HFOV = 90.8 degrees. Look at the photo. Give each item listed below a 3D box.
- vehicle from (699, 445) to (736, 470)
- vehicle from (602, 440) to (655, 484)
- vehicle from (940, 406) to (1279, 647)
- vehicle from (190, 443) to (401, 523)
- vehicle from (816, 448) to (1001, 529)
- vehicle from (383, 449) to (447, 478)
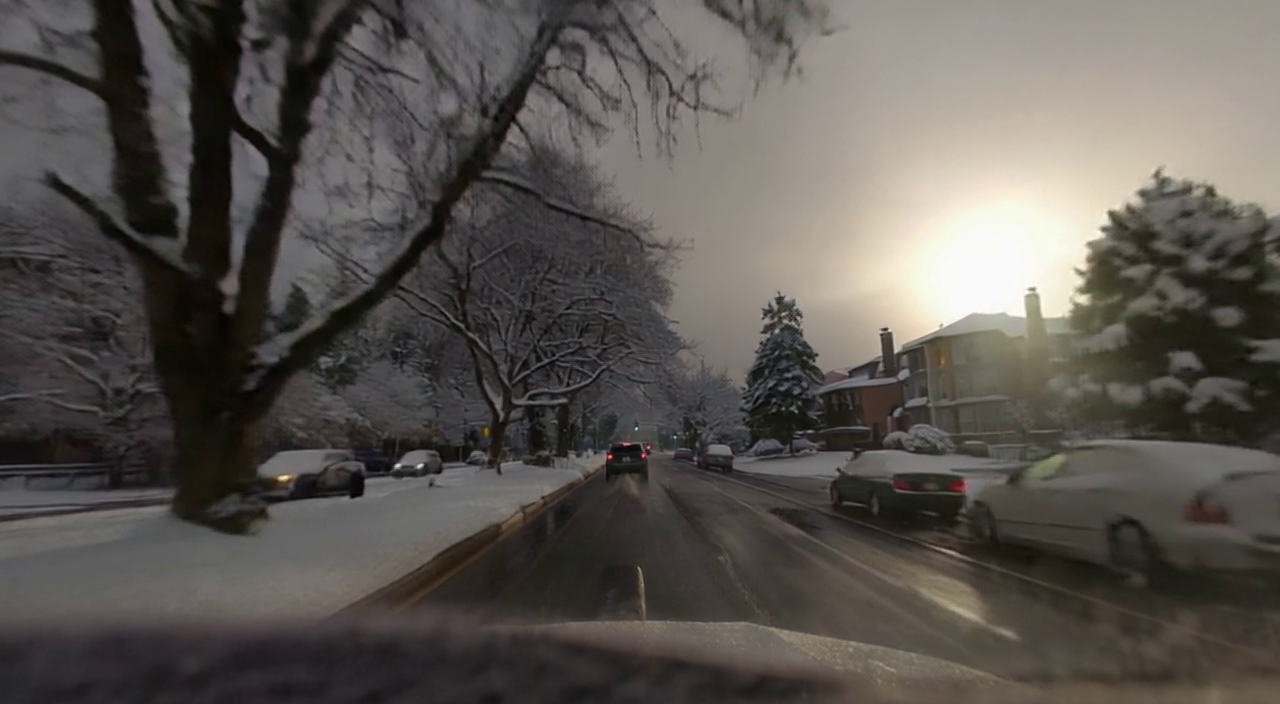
[{"bbox_3d":[5.588,7.633,45.859,1.970,1.696,4.405,0,-9,-2],"label":"vehicle"},{"bbox_3d":[-0.474,4.598,26.808,2.070,1.698,3.925,0,-8,-1],"label":"vehicle"},{"bbox_3d":[5.596,1.654,7.180,1.943,1.778,4.778,0,-8,-1],"label":"vehicle"},{"bbox_3d":[-7.408,2.825,14.355,2.105,1.474,4.808,0,-8,0],"label":"vehicle"},{"bbox_3d":[5.671,2.905,14.157,1.978,1.485,4.603,0,-8,-2],"label":"vehicle"},{"bbox_3d":[-12.404,6.152,35.109,1.890,1.473,4.419,0,-8,0],"label":"vehicle"}]
